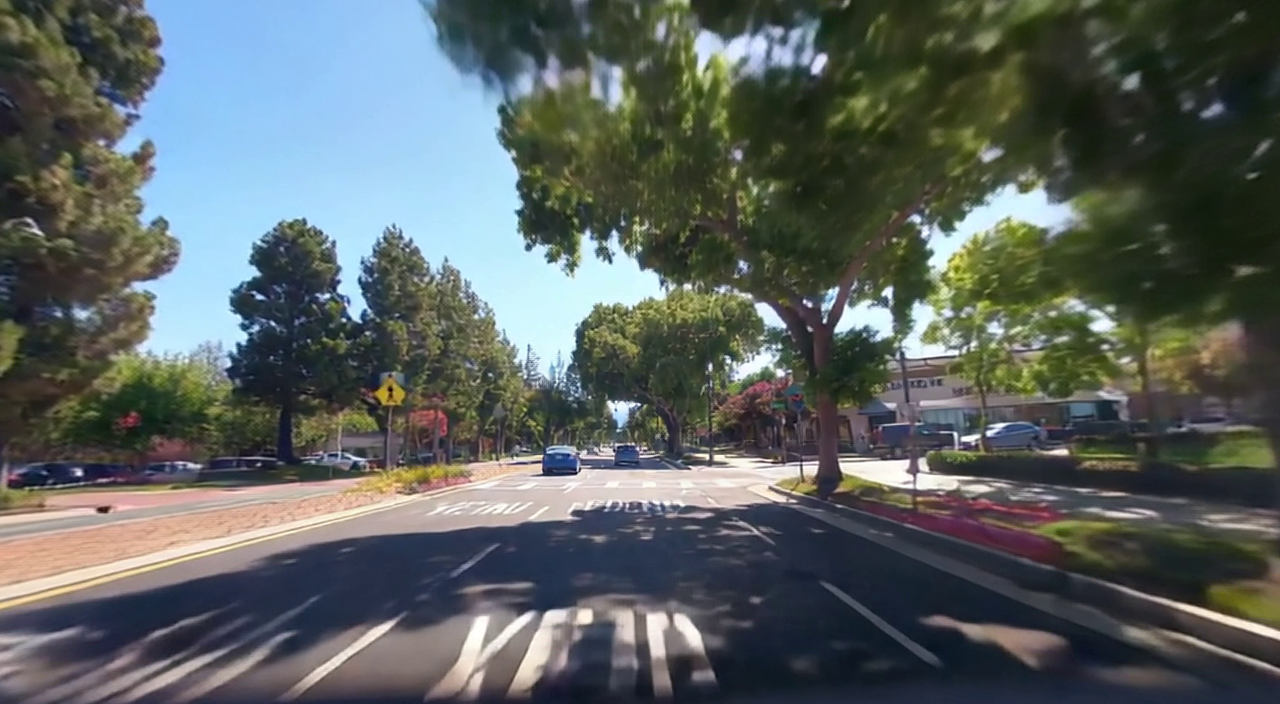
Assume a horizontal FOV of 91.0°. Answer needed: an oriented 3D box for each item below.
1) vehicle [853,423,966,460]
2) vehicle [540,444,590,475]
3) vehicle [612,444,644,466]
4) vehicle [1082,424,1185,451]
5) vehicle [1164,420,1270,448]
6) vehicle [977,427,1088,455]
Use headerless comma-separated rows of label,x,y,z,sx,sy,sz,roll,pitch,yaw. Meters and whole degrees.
vehicle,15.174,5.069,35.702,5.230,2.007,2.410,0,-9,1
vehicle,-3.761,5.460,32.365,2.083,1.460,4.527,0,-8,-1
vehicle,-0.845,7.419,45.399,2.187,1.478,4.138,0,-8,-1
vehicle,28.248,4.908,36.108,4.444,1.482,1.883,1,-9,-5
vehicle,33.184,4.715,36.250,4.334,1.545,1.812,0,-8,-2
vehicle,22.345,5.083,35.954,5.025,1.532,1.958,0,-8,-1
